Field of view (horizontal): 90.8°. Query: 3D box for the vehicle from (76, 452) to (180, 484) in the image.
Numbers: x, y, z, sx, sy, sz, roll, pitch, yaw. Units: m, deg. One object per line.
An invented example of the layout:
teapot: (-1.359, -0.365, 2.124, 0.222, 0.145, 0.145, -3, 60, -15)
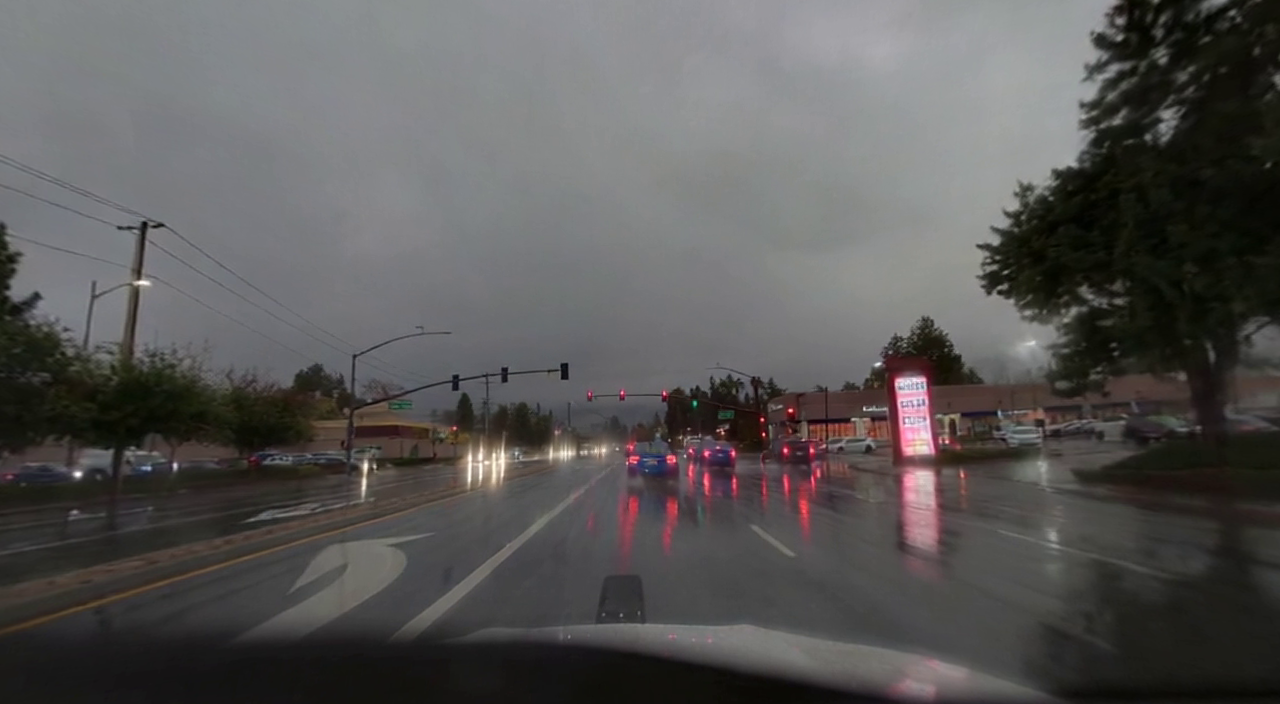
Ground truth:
vehicle: (-31.141, 7.037, 38.528, 4.471, 1.829, 2.071, 0, -8, -2)

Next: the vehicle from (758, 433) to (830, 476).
vehicle: (6.654, 4.462, 27.783, 2.009, 1.700, 4.275, 0, -8, -1)

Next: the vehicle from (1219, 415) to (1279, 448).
vehicle: (29.450, 3.776, 29.895, 1.951, 1.443, 4.614, -5, -10, 30)

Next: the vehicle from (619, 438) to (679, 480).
vehicle: (0.317, 4.124, 24.633, 2.135, 1.468, 4.076, 0, -8, 0)

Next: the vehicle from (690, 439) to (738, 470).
vehicle: (3.762, 5.307, 32.865, 1.889, 1.473, 4.643, 0, -8, -1)

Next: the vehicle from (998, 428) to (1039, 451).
vehicle: (26.146, 6.052, 43.538, 2.222, 1.538, 4.817, -6, -10, 32)
